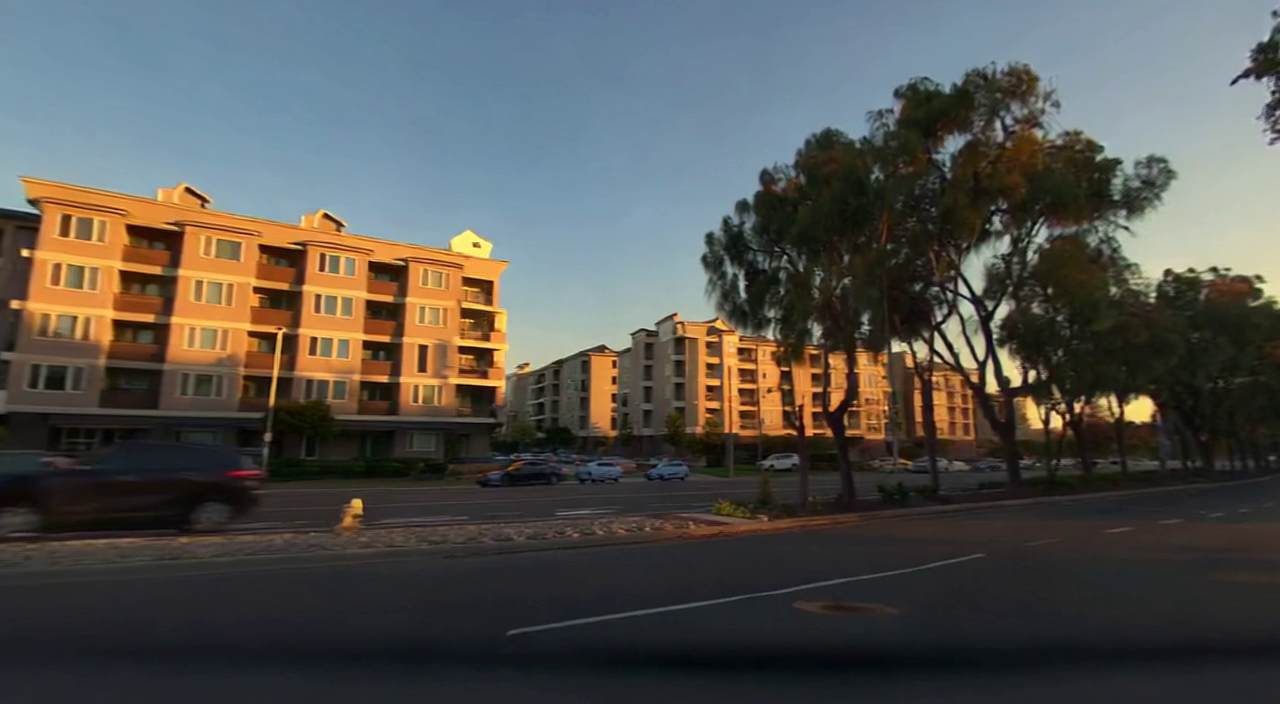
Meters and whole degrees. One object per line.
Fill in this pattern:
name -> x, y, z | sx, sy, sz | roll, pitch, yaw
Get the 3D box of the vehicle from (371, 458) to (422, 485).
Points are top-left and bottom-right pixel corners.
vehicle -> -14.927, 7.252, 38.533 | 1.886, 1.464, 4.020 | 6, -11, -35

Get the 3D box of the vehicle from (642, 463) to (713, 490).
vehicle -> 2.430, 7.947, 40.353 | 4.384, 1.496, 1.816 | 6, -11, -37

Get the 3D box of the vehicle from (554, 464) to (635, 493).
vehicle -> -2.493, 7.117, 35.561 | 1.933, 1.479, 4.718 | -10, -14, 36

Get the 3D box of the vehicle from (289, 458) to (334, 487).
vehicle -> -18.924, 6.904, 36.189 | 1.908, 1.485, 3.975 | 5, -10, -31

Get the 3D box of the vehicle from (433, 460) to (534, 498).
vehicle -> -8.083, 6.546, 32.765 | 4.706, 1.739, 1.858 | 6, -11, -36

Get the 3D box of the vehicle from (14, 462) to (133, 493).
vehicle -> -29.684, 6.578, 33.082 | 4.302, 1.469, 1.872 | 0, -9, -3

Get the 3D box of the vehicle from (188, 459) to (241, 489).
vehicle -> -26.909, 7.695, 39.937 | 2.077, 1.576, 4.446 | 1, -8, -25
